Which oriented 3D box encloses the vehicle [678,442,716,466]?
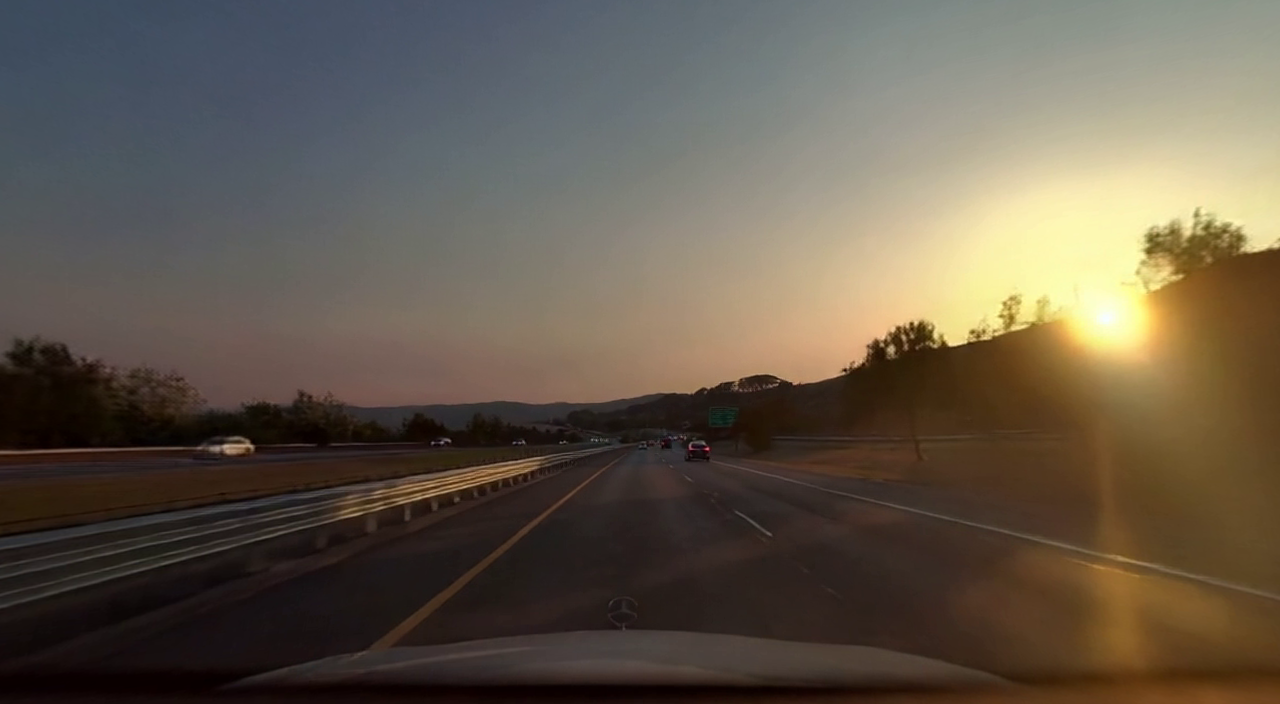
[{"bbox_3d":[3.806,6.875,42.584,2.044,1.527,4.658,0,-8,-1],"label":"vehicle"}]
